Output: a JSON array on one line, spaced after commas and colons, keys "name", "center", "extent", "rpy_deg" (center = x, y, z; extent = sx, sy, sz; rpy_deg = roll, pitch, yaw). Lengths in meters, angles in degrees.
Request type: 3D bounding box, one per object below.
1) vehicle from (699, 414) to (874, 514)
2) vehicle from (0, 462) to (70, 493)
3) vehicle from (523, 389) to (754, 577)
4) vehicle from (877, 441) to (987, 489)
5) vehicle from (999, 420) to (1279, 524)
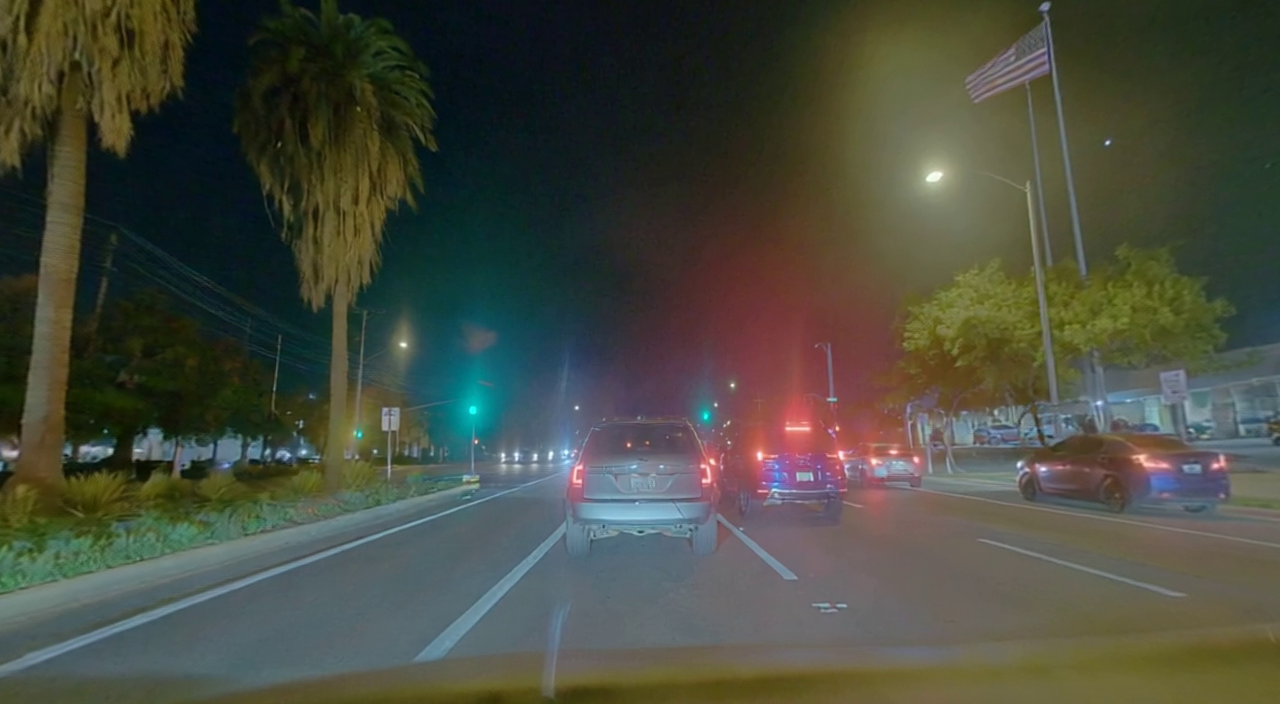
[{"name": "vehicle", "center": [3.258, 2.732, 15.958], "extent": [2.773, 2.021, 6.212], "rpy_deg": [0, -9, -2]}, {"name": "vehicle", "center": [-45.805, 9.061, 45.749], "extent": [6.410, 2.078, 2.584], "rpy_deg": [0, -9, 0]}, {"name": "vehicle", "center": [-0.126, 1.692, 8.919], "extent": [2.402, 1.938, 4.535], "rpy_deg": [0, -9, -3]}, {"name": "vehicle", "center": [10.165, 3.942, 22.379], "extent": [1.855, 1.495, 4.143], "rpy_deg": [0, -9, -1]}, {"name": "vehicle", "center": [9.948, 2.411, 13.240], "extent": [2.155, 1.779, 4.582], "rpy_deg": [0, -9, 0]}]
